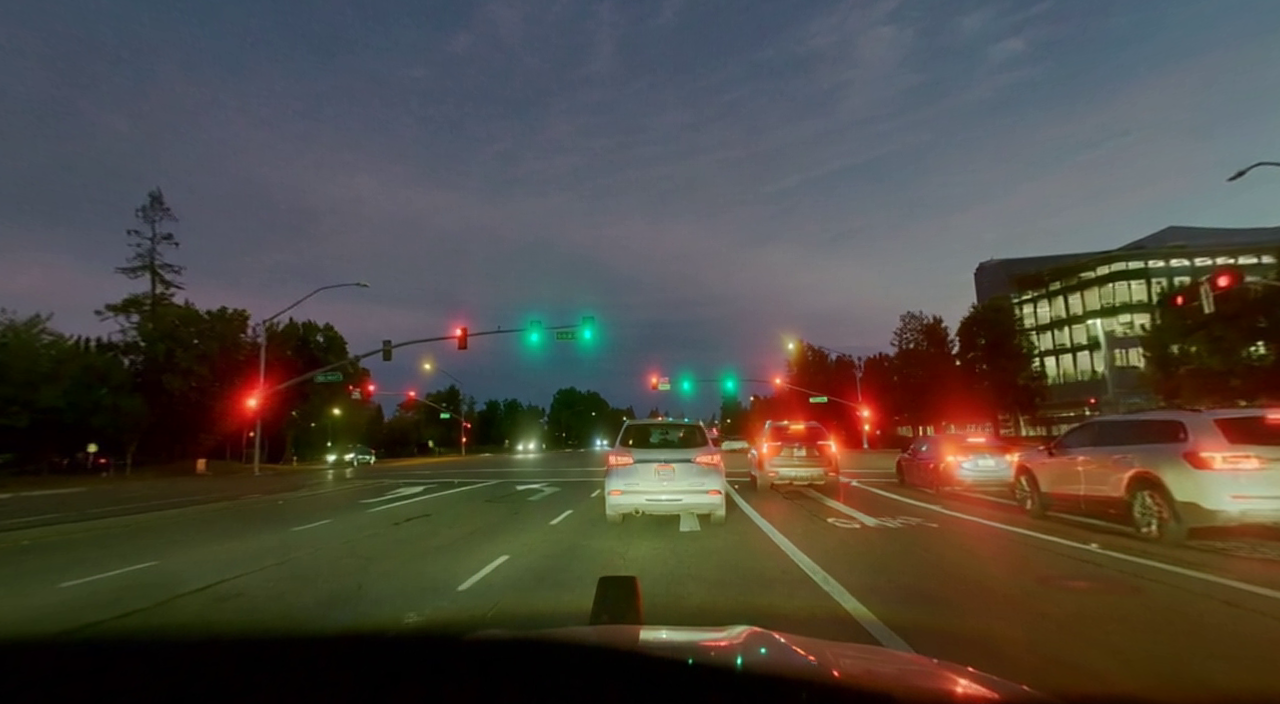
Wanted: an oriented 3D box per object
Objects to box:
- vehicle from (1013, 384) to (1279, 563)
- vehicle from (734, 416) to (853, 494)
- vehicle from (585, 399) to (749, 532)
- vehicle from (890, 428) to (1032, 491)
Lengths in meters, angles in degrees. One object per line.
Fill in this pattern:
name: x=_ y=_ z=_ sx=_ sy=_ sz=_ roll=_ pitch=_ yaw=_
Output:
vehicle: x=7.428 y=1.533 z=8.580 sx=2.074 sy=1.791 sz=4.393 roll=0 pitch=-9 yaw=1
vehicle: x=3.920 y=2.748 z=17.070 sx=2.188 sy=1.774 sz=4.646 roll=-1 pitch=-9 yaw=2
vehicle: x=0.368 y=1.859 z=10.743 sx=2.211 sy=1.795 sz=4.179 roll=0 pitch=-9 yaw=0
vehicle: x=8.451 y=2.874 z=17.130 sx=1.862 sy=1.471 sz=4.297 roll=-1 pitch=-9 yaw=4
